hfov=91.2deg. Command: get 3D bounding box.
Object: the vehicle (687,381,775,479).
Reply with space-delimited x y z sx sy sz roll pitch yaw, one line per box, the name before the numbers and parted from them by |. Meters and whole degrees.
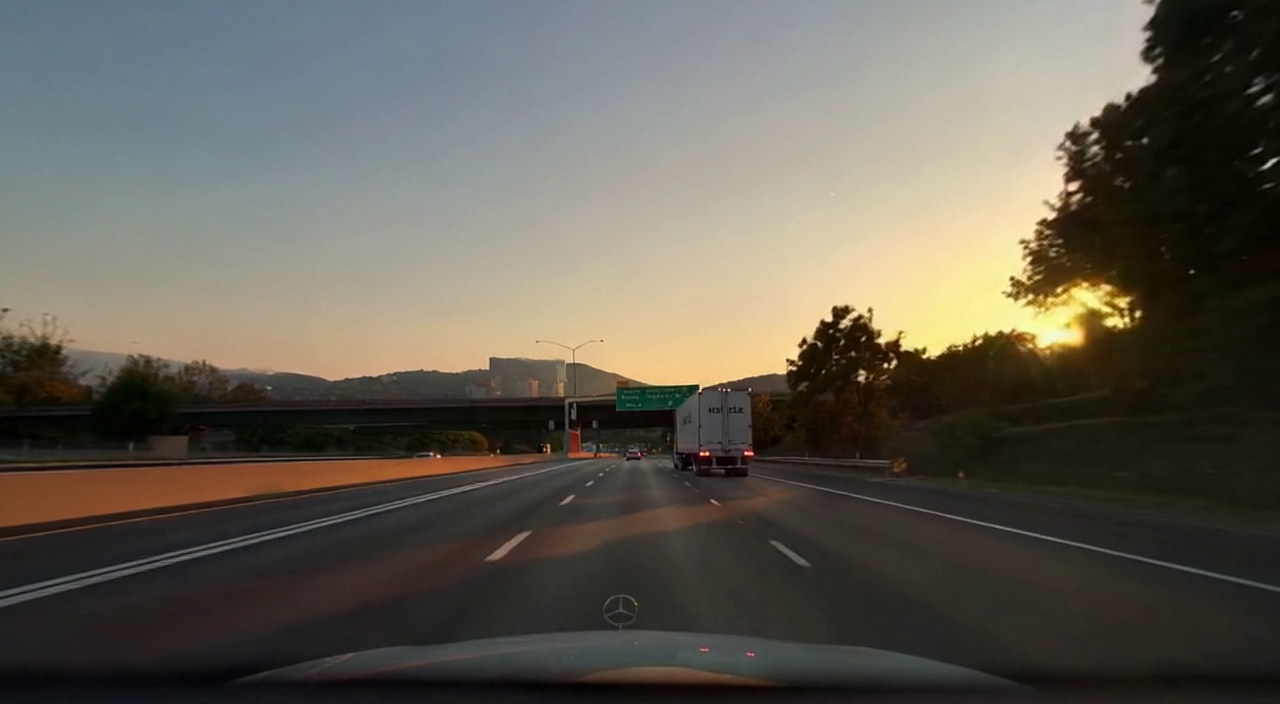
vehicle | 4.076 3.904 30.269 2.869 4.013 8.610 0 -9 0
